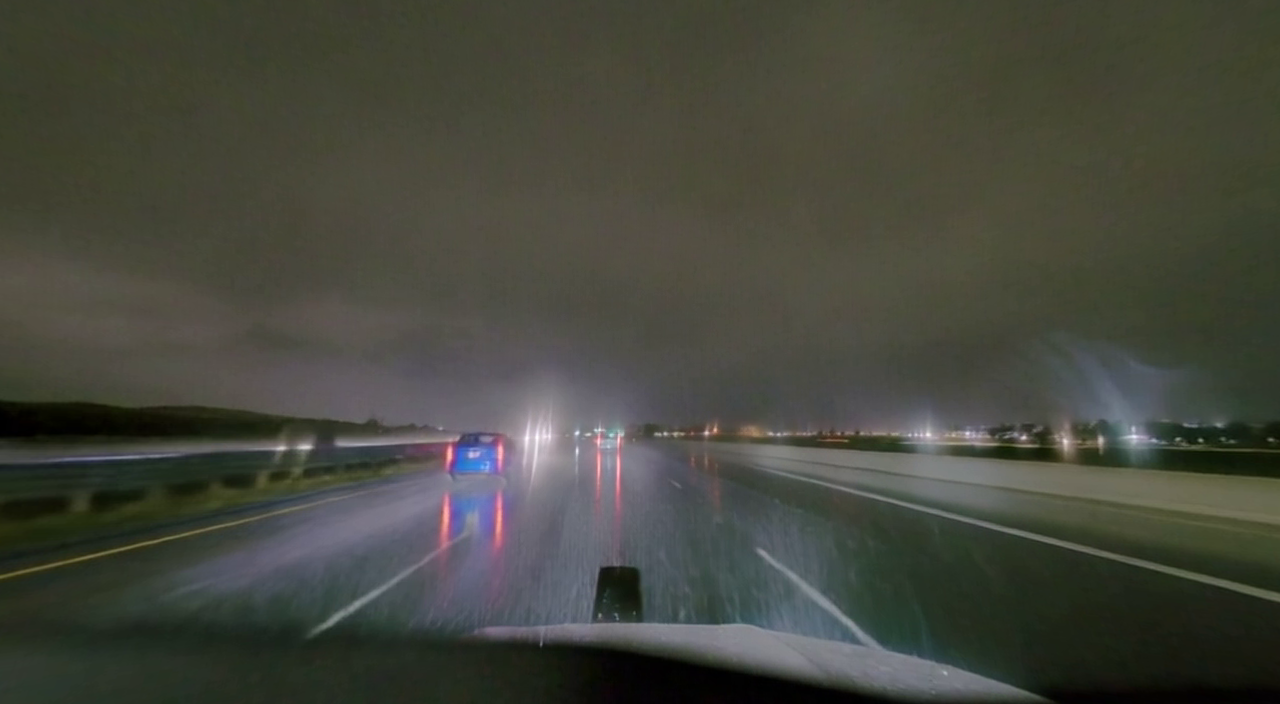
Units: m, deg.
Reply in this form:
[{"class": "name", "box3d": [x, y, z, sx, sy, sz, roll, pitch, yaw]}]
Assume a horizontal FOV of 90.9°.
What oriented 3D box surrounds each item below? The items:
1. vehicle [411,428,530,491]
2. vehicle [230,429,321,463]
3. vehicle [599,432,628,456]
[{"class": "vehicle", "box3d": [-4.671, 3.035, 18.332, 2.141, 1.534, 5.099, 0, -8, -1]}, {"class": "vehicle", "box3d": [-17.360, 4.476, 30.324, 1.815, 1.477, 4.510, 0, -8, -2]}, {"class": "vehicle", "box3d": [-1.930, 6.608, 45.531, 1.997, 1.589, 4.179, 0, -8, -3]}]
